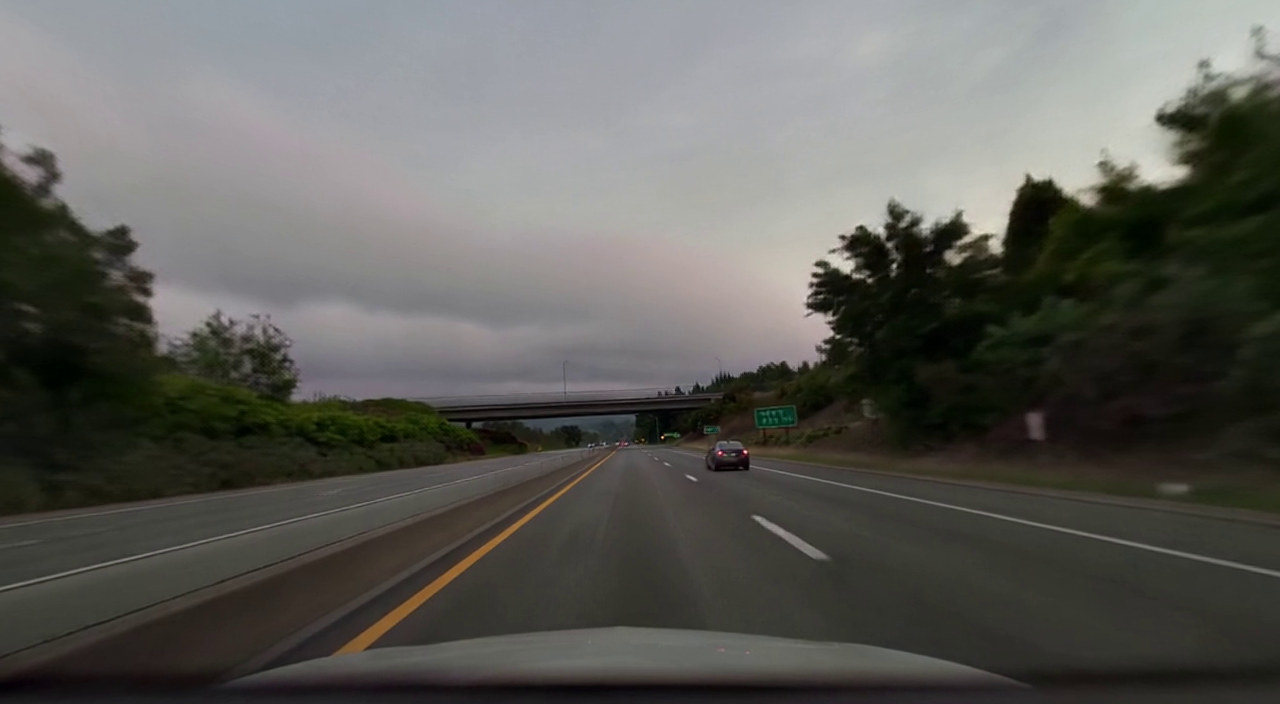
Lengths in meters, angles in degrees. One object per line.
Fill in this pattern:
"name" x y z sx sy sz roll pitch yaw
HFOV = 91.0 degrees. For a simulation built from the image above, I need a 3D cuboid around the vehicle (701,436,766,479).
"vehicle" 3.449 3.942 23.862 1.781 1.470 3.540 0 -8 -2
